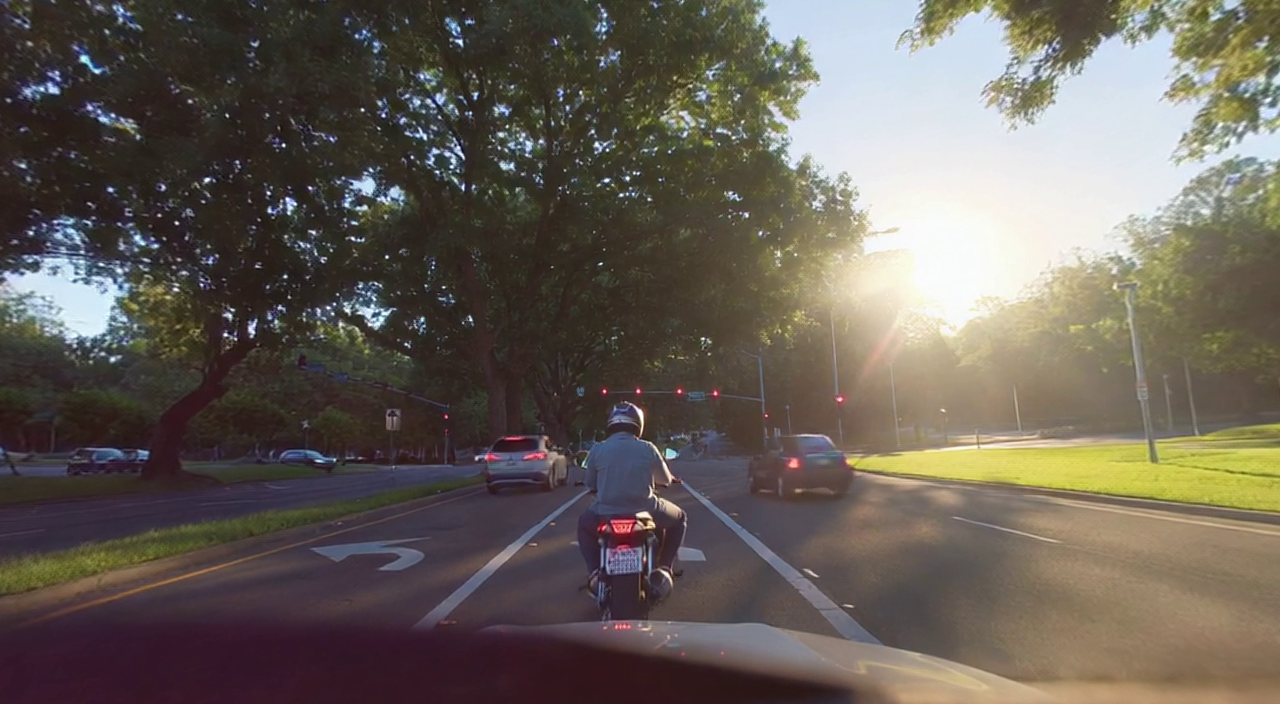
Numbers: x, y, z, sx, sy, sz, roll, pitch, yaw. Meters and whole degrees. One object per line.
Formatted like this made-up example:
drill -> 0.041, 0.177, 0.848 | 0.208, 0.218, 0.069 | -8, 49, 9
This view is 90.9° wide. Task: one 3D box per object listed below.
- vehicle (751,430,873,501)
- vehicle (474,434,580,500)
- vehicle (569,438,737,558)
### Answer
vehicle -> 4.446, 2.996, 17.110 | 2.075, 1.661, 4.229 | 0, -8, 0
vehicle -> -3.125, 3.301, 18.592 | 2.056, 1.647, 5.045 | -1, -8, 2
vehicle -> 0.137, 2.143, 10.121 | 2.093, 1.450, 4.437 | 0, -8, -1
